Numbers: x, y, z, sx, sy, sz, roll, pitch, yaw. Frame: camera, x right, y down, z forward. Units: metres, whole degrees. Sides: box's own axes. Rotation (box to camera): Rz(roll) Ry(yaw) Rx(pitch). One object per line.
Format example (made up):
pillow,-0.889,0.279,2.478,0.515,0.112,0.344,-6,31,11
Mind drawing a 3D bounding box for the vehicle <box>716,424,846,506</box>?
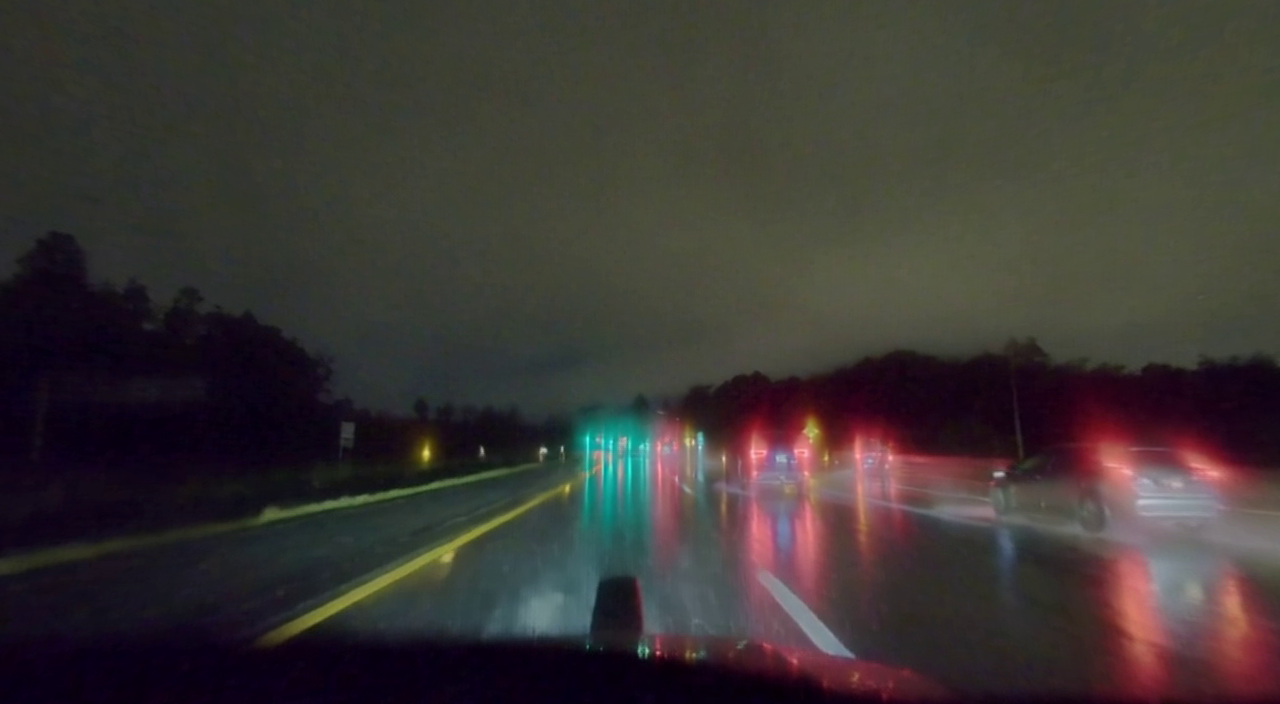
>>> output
vehicle,3.403,2.847,16.390,2.141,1.785,4.778,0,-8,-2
